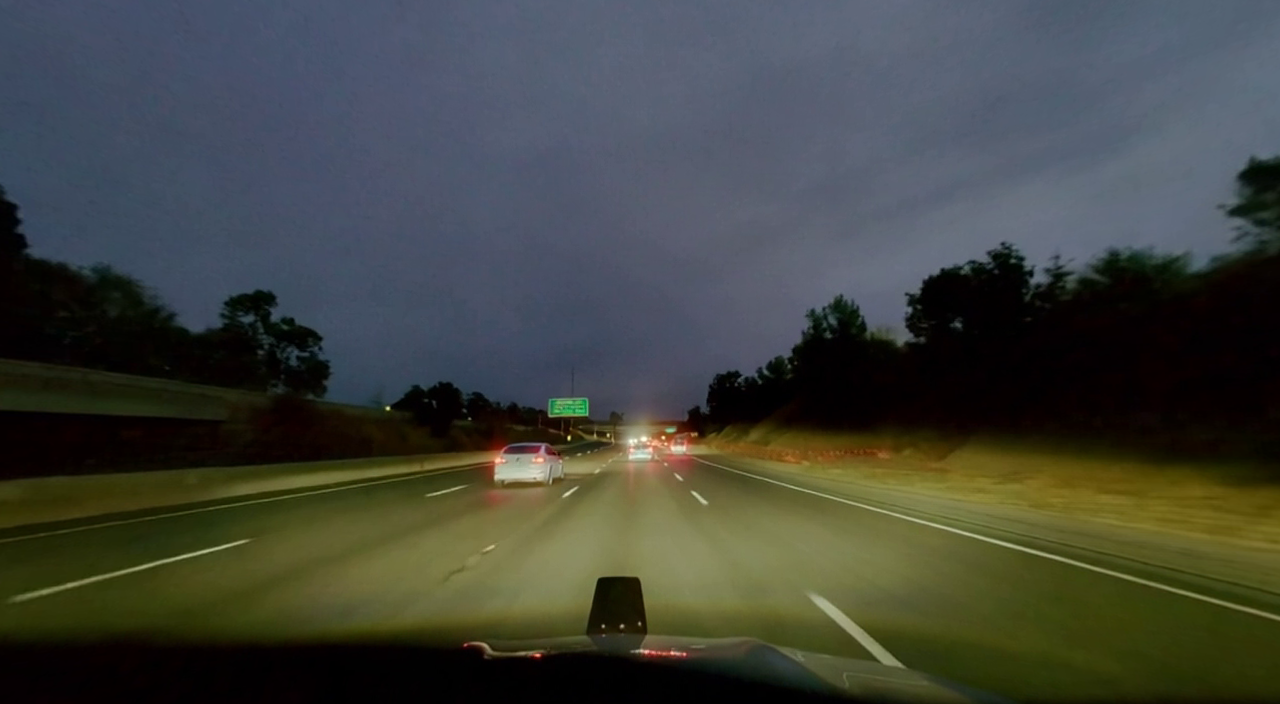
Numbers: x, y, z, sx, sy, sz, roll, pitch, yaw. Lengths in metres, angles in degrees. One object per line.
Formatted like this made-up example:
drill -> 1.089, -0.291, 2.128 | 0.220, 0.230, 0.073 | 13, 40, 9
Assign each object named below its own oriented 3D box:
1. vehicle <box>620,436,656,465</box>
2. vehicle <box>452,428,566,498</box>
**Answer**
vehicle -> -0.167, 6.533, 42.088 | 2.328, 1.805, 4.502 | 0, -8, -1
vehicle -> -3.437, 3.014, 17.625 | 2.114, 1.650, 4.730 | 0, -8, 1
